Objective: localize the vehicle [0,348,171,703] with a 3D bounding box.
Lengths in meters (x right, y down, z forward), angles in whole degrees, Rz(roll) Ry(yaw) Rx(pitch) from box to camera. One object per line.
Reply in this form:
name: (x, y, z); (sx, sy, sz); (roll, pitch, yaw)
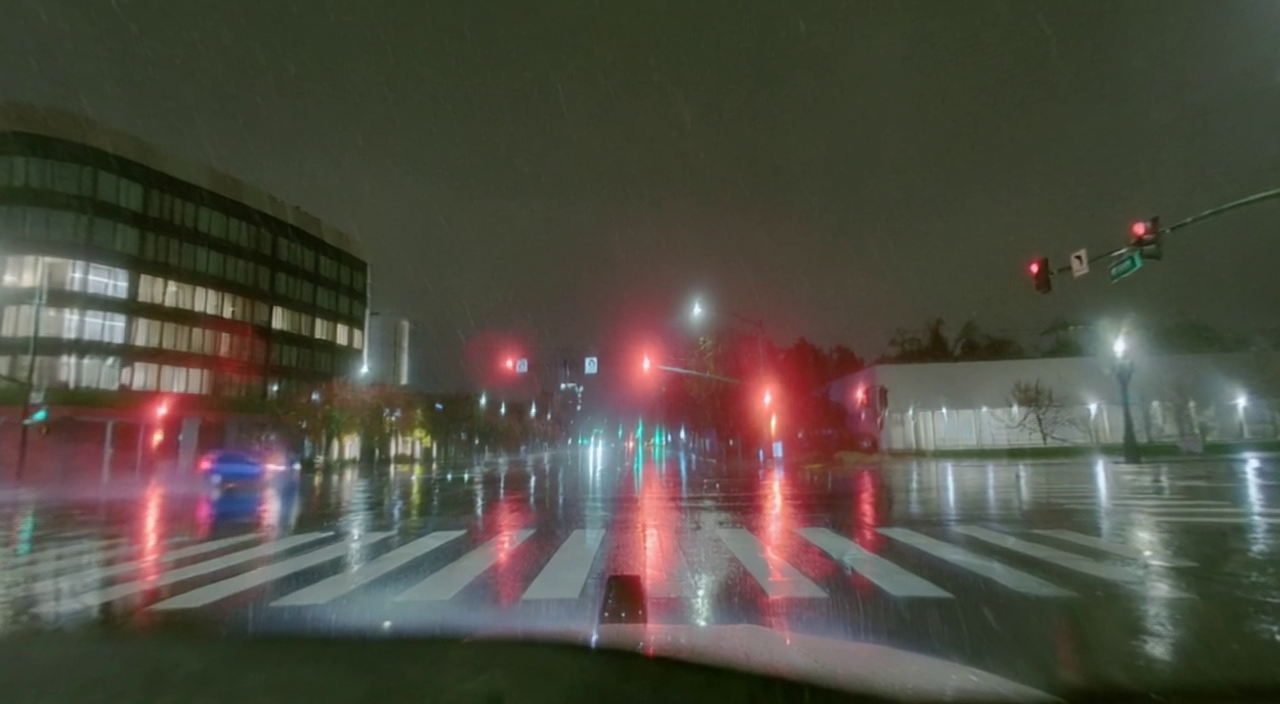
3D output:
vehicle: (-3.626, 0.622, 1.065); (2.109, 1.692, 4.587); (0, -8, 0)
